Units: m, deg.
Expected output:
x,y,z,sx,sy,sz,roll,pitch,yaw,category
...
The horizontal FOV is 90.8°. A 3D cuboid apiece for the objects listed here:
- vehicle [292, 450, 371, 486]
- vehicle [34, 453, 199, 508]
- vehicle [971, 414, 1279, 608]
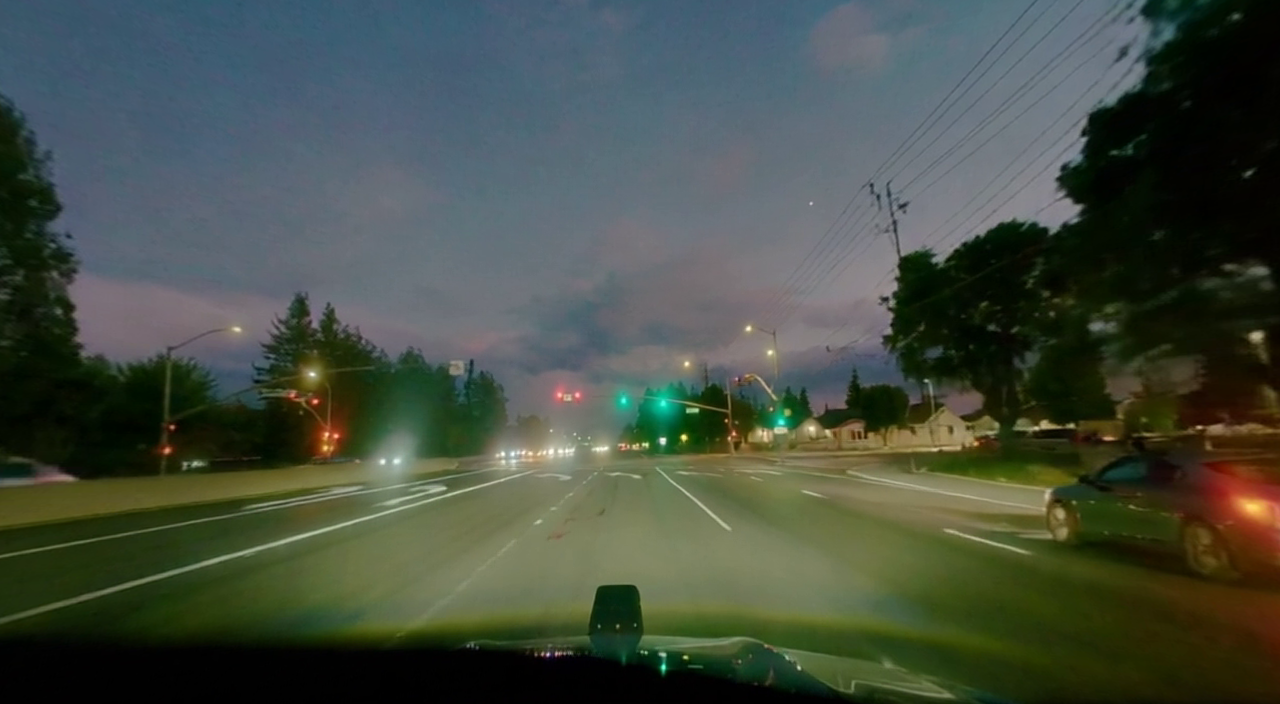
x,y,z,sx,sy,sz,roll,pitch,yaw,category
-14.804,5.568,30.576,1.880,1.545,3.962,0,-9,-1,vehicle
-18.250,4.441,22.390,1.944,1.681,4.593,0,-9,-2,vehicle
6.080,1.566,7.102,2.113,1.520,4.650,0,-9,-1,vehicle
